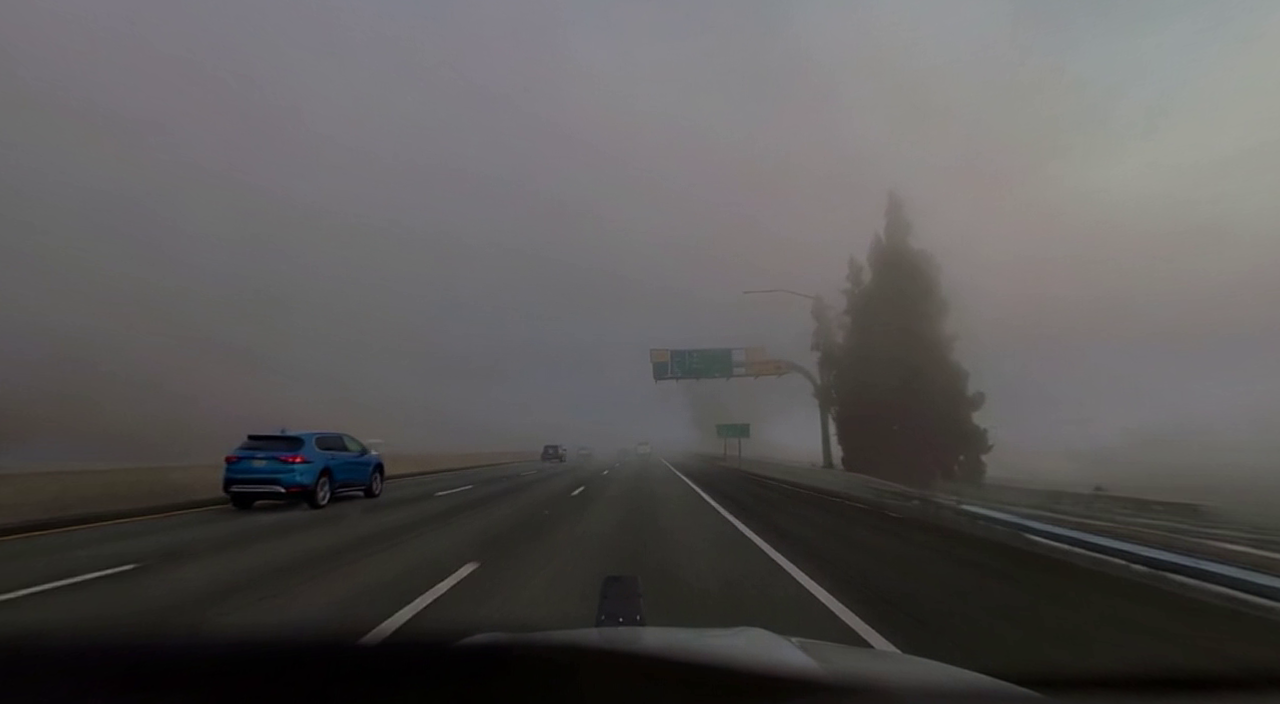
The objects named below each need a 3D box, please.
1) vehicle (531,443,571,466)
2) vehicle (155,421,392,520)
[{"bbox_3d":[-6.393,7.434,45.828,2.008,1.520,4.731,0,-9,2],"label":"vehicle"},{"bbox_3d":[-7.321,2.421,13.370,2.055,1.683,4.804,0,-9,1],"label":"vehicle"}]
